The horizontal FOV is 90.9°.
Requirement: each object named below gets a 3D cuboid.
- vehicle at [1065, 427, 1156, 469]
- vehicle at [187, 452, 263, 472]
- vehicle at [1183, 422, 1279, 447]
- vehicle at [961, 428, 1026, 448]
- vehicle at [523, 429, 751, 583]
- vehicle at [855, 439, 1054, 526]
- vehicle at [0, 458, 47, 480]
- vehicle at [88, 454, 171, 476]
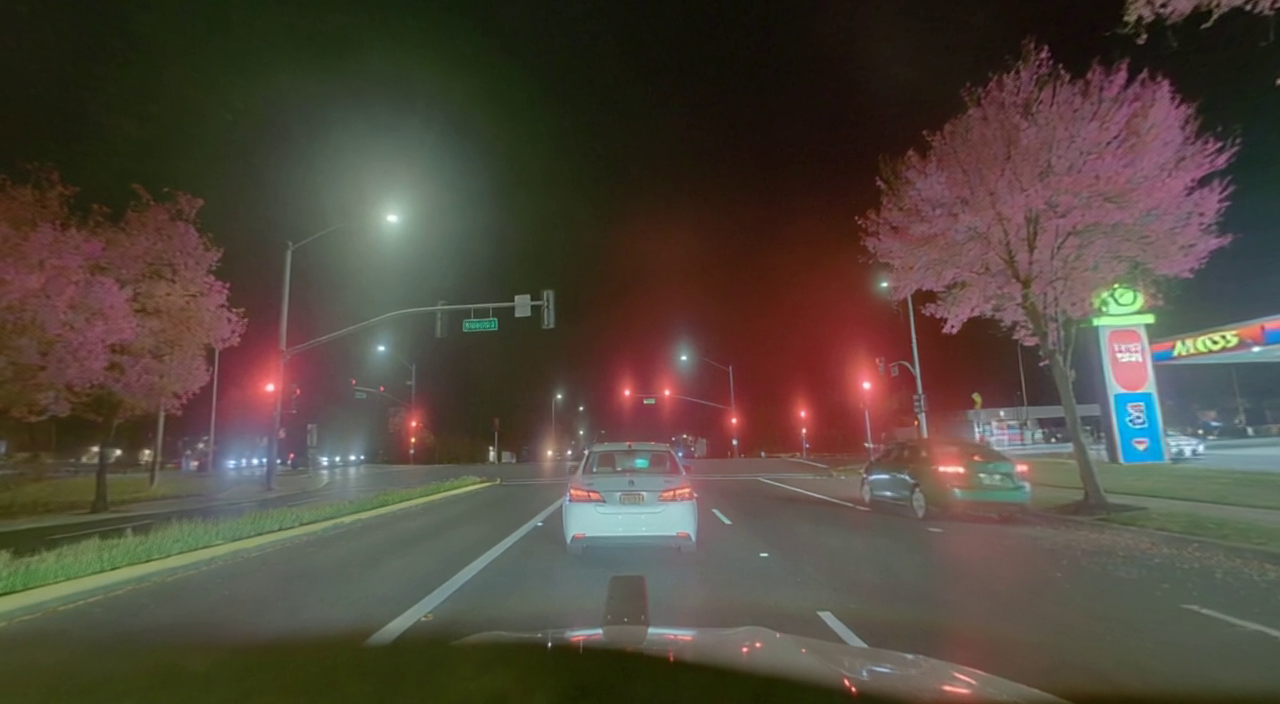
[{"bbox_3d":[18.576,3.755,24.814,4.300,1.495,2.053,8,-12,-44],"label":"vehicle"},{"bbox_3d":[-30.882,8.178,46.958,4.466,1.438,1.837,-1,-8,5],"label":"vehicle"},{"bbox_3d":[42.520,5.955,45.340,4.664,1.728,2.171,-1,-8,5],"label":"vehicle"},{"bbox_3d":[27.730,6.783,49.539,3.968,1.572,1.740,0,-8,2],"label":"vehicle"},{"bbox_3d":[-0.051,1.800,8.228,2.213,1.482,4.057,0,-8,-1],"label":"vehicle"},{"bbox_3d":[6.311,2.638,13.373,1.942,1.511,4.390,0,-8,0],"label":"vehicle"},{"bbox_3d":[-44.680,8.220,44.245,4.368,1.419,1.959,-1,-8,7],"label":"vehicle"},{"bbox_3d":[-36.488,8.069,45.074,4.609,1.465,1.944,-2,-8,11],"label":"vehicle"}]
